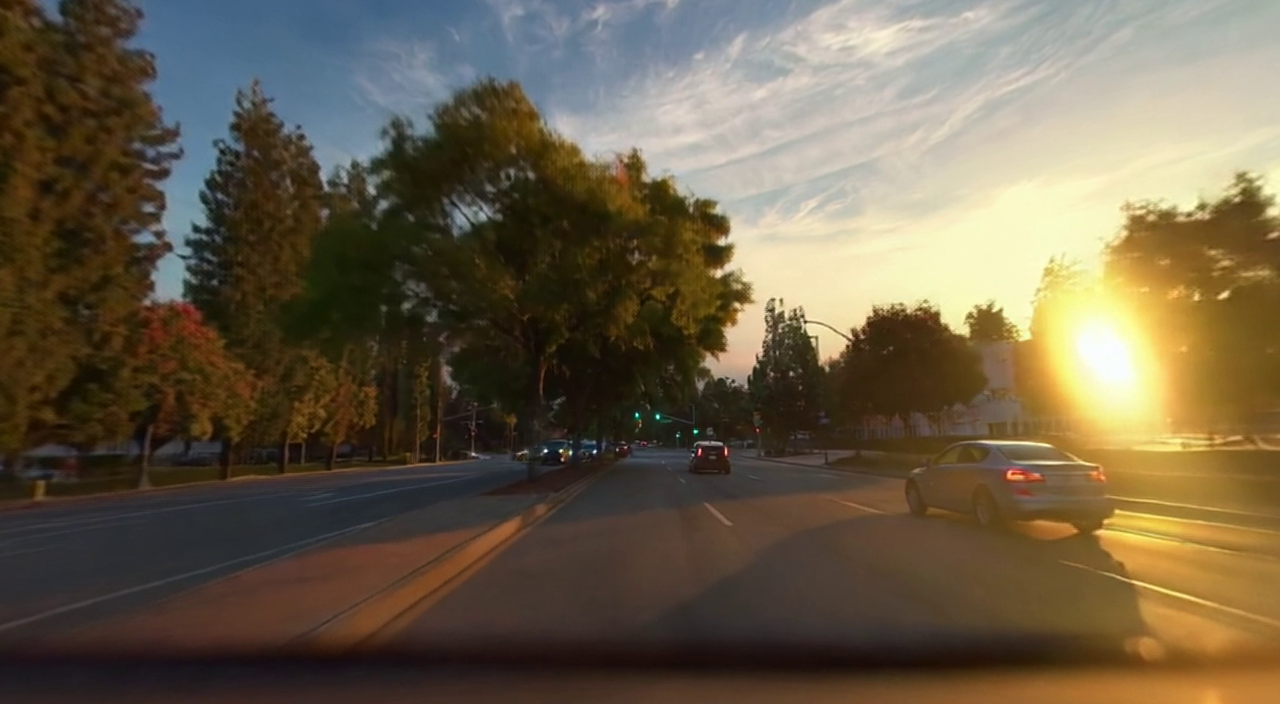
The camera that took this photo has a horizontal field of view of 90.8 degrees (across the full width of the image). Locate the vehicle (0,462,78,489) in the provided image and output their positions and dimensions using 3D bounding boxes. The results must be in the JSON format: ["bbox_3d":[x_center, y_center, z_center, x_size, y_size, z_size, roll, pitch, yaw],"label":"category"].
[{"bbox_3d":[-38.205,7.657,39.359,1.847,1.443,4.791,-1,-9,3],"label":"vehicle"}]

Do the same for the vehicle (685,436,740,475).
[{"bbox_3d":[3.490,5.112,31.317,2.095,1.759,4.862,0,-9,-1],"label":"vehicle"}]

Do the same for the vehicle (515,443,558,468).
[{"bbox_3d":[-6.587,6.623,40.641,1.970,1.483,4.269,0,-9,1],"label":"vehicle"}]

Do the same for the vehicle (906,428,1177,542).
[{"bbox_3d":[6.706,2.248,11.295,2.000,1.618,4.238,0,-9,-1],"label":"vehicle"}]
